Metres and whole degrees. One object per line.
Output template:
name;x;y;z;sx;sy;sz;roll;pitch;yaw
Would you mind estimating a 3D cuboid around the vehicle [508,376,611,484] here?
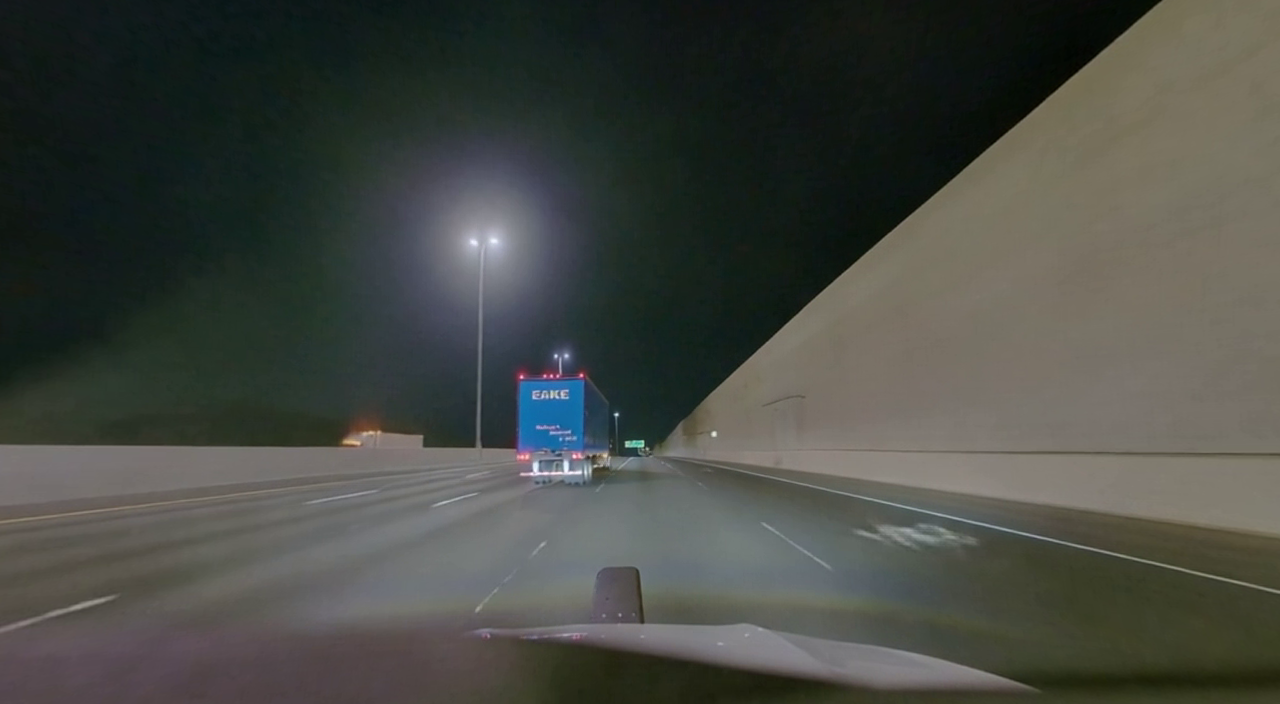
vehicle;-3.199;3.685;28.681;3.059;3.956;11.036;0;-9;1
